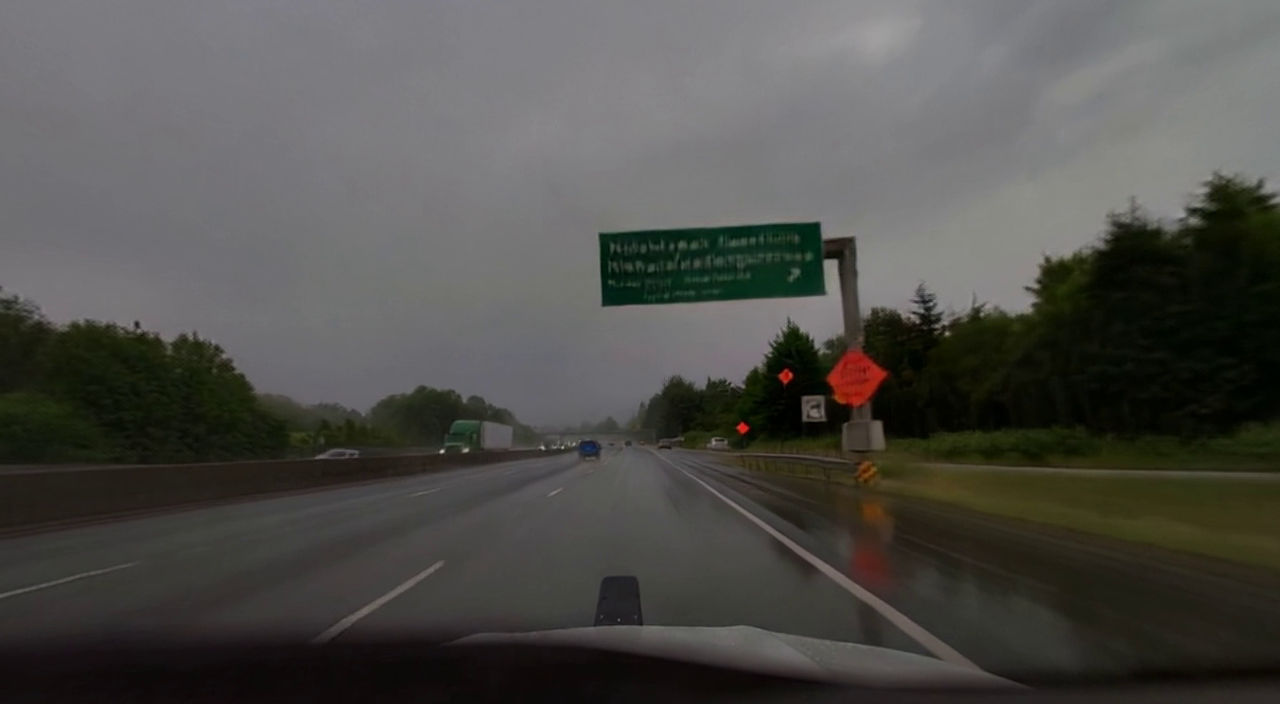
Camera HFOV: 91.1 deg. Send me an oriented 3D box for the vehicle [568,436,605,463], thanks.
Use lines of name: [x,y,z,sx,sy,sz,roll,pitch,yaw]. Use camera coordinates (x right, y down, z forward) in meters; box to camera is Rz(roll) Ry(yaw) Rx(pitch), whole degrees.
vehicle: [-3.403,6.317,40.797,2.125,1.662,4.336,0,-8,-1]
